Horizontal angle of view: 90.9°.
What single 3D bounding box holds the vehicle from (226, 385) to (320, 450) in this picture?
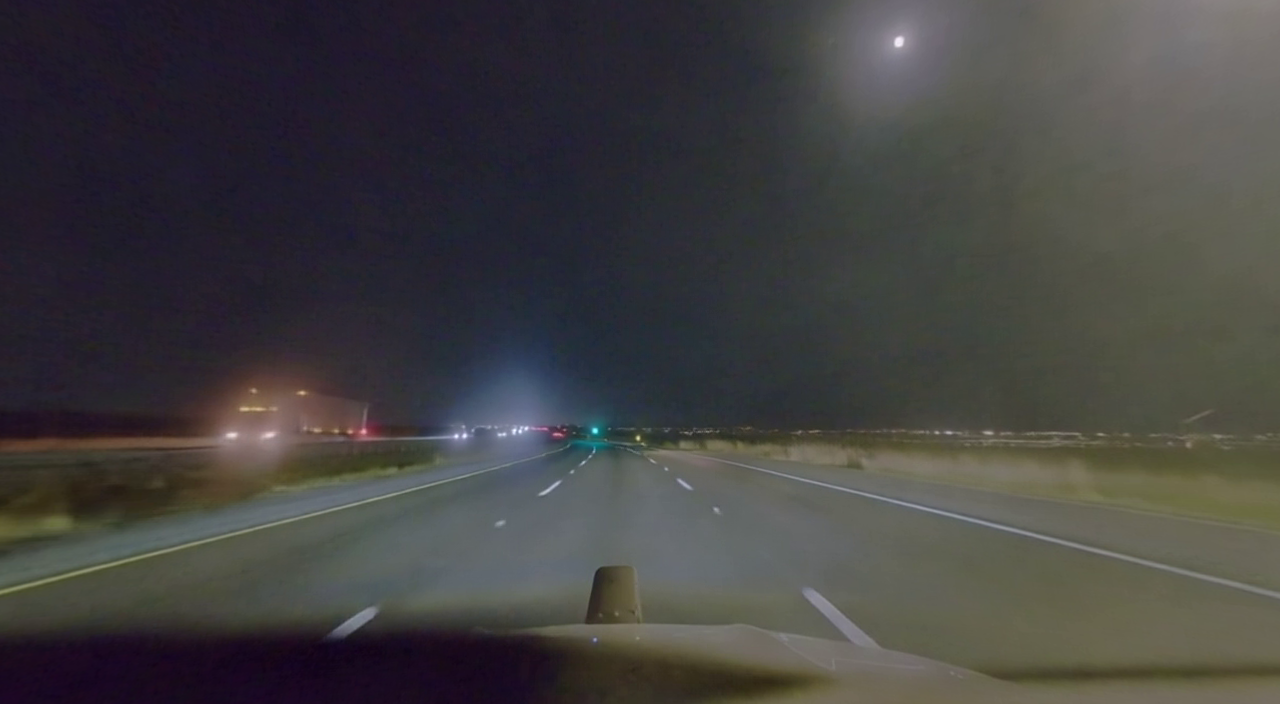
[{"bbox_3d":[-26.484,4.858,45.915,3.052,4.347,6.501,0,-8,-4],"label":"vehicle"}]
